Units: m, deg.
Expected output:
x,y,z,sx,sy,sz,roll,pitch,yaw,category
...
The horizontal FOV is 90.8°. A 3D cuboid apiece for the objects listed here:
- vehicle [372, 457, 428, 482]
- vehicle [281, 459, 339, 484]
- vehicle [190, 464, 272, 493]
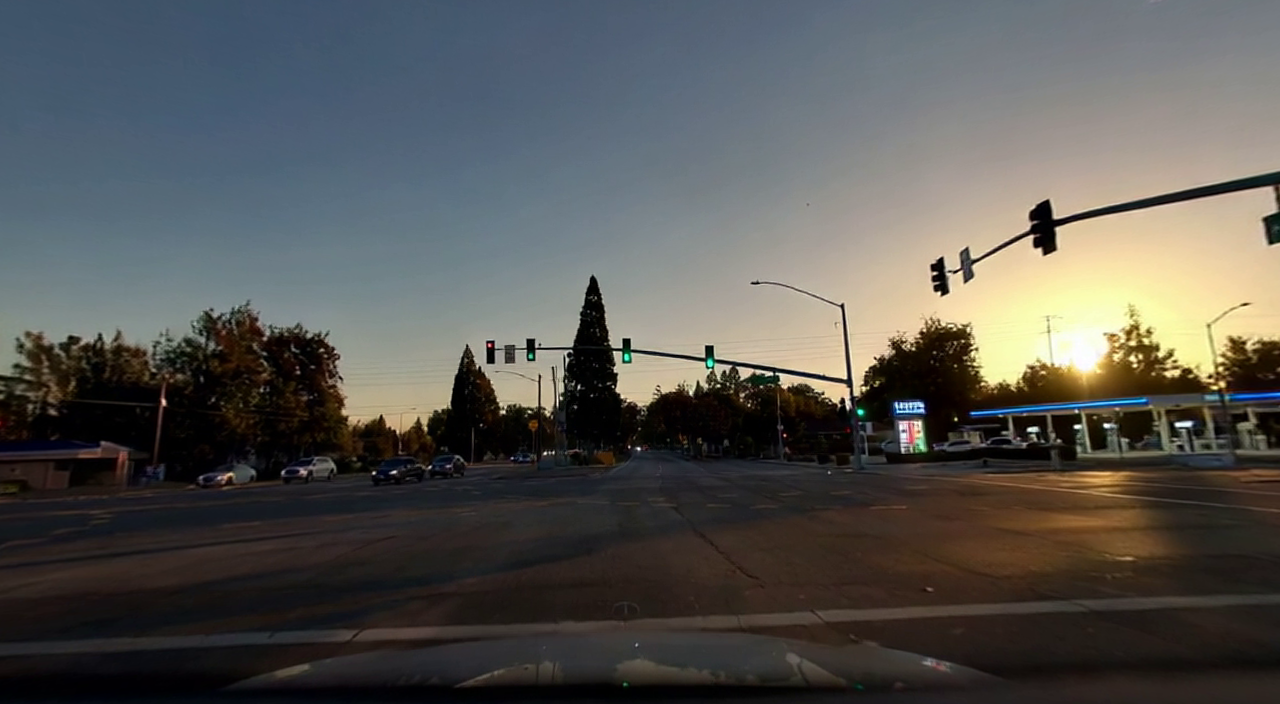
x,y,z,sx,sy,sz,roll,pitch,yaw,category
-15.337,7.491,40.624,1.920,1.434,4.328,0,-9,0,vehicle
-24.813,9.004,47.720,2.098,1.684,4.388,0,-9,-2,vehicle
-24.684,7.620,38.336,1.895,1.483,4.790,0,-9,-2,vehicle
